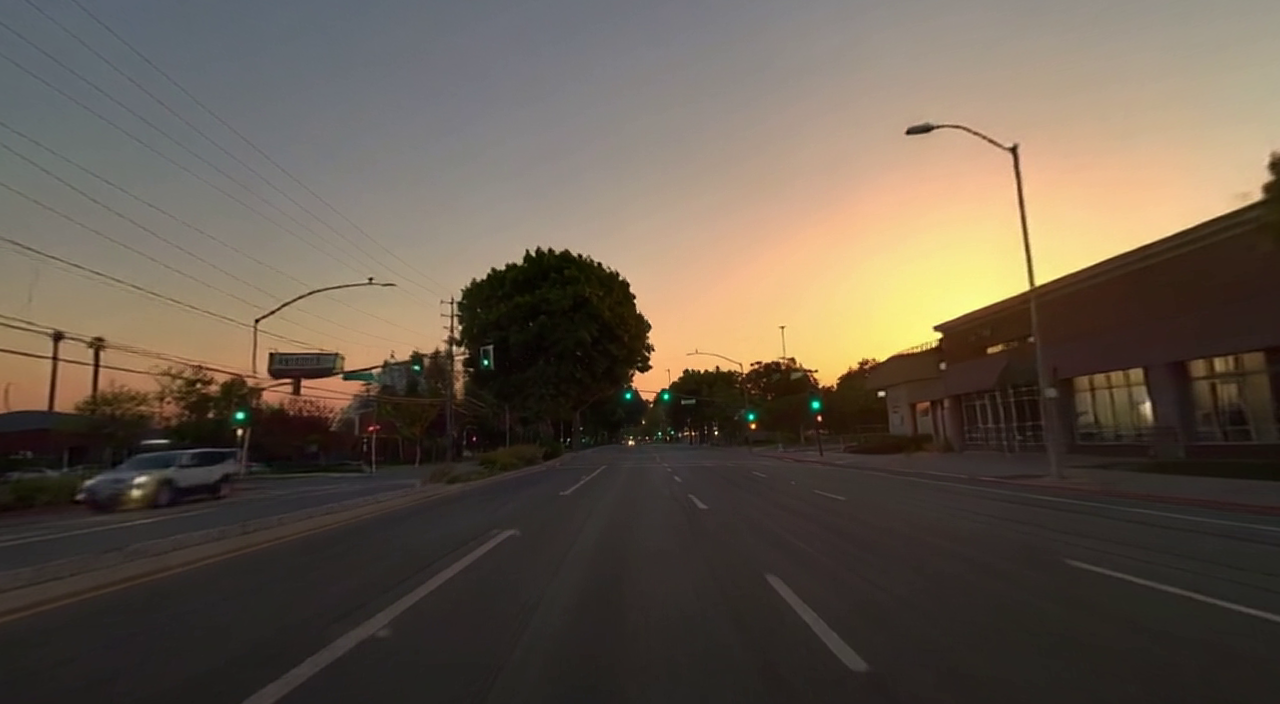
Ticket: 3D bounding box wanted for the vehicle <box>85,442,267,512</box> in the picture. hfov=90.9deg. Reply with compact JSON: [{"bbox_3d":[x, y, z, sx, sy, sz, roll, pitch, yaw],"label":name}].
[{"bbox_3d":[-14.592,3.885,20.328,2.208,1.924,5.018,0,-8,-3],"label":"vehicle"}]
